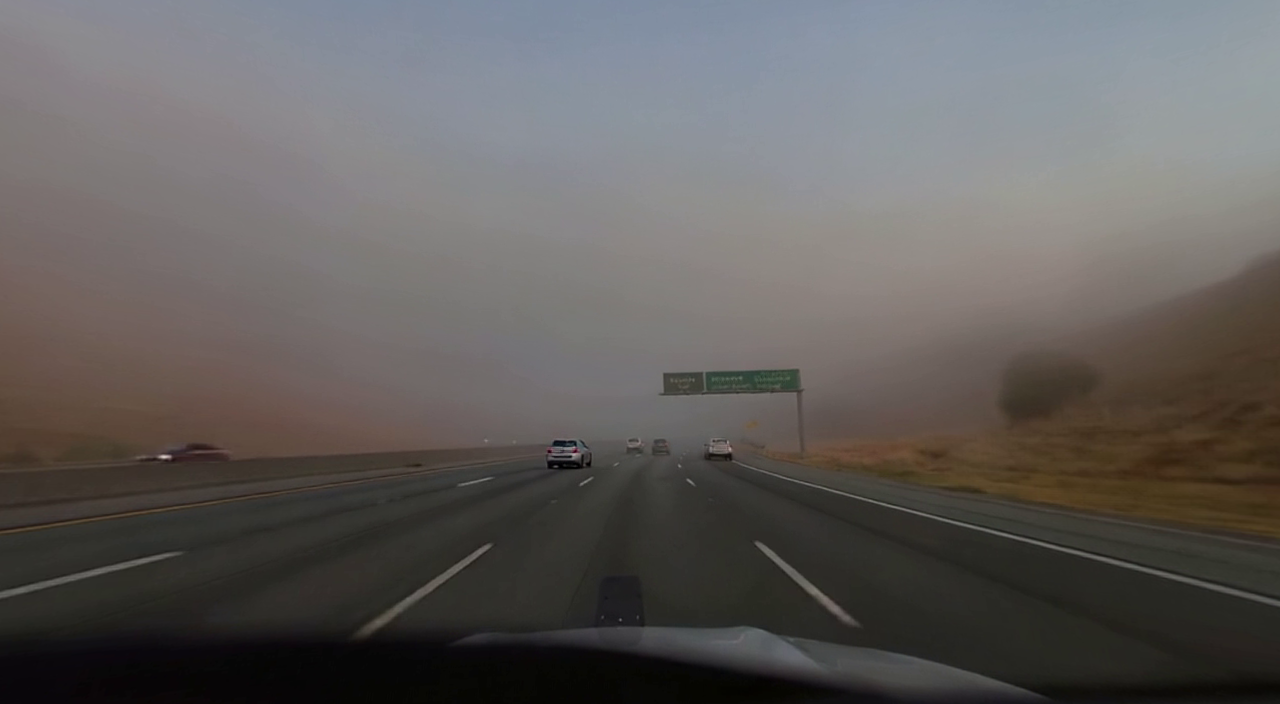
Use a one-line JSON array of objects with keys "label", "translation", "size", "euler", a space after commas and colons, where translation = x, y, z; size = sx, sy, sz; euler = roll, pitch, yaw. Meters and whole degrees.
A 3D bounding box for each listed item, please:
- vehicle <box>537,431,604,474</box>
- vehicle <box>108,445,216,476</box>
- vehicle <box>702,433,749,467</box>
[{"label": "vehicle", "translation": [-2.918, 4.361, 27.593], "size": [2.166, 1.700, 4.661], "euler": [-1, -9, 3]}, {"label": "vehicle", "translation": [-25.015, 5.689, 33.330], "size": [1.814, 1.492, 4.803], "euler": [-1, -8, 2]}, {"label": "vehicle", "translation": [4.870, 5.665, 36.634], "size": [2.164, 1.788, 4.500], "euler": [0, -8, 1]}]
